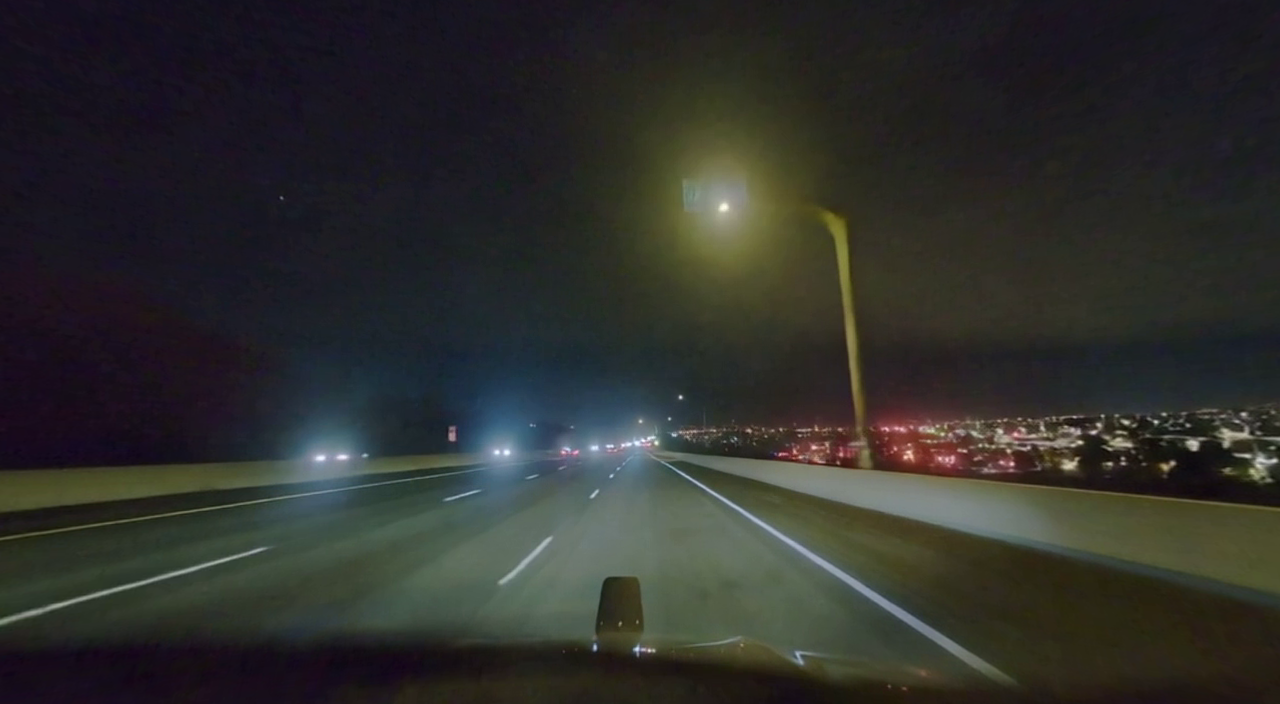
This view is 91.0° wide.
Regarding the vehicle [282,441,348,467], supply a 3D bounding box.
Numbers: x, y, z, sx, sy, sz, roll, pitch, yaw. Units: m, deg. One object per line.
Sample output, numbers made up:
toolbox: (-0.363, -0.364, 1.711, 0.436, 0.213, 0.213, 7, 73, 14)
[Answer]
vehicle: (-20.296, 6.365, 39.460, 1.967, 1.517, 3.971, 0, -9, 0)
